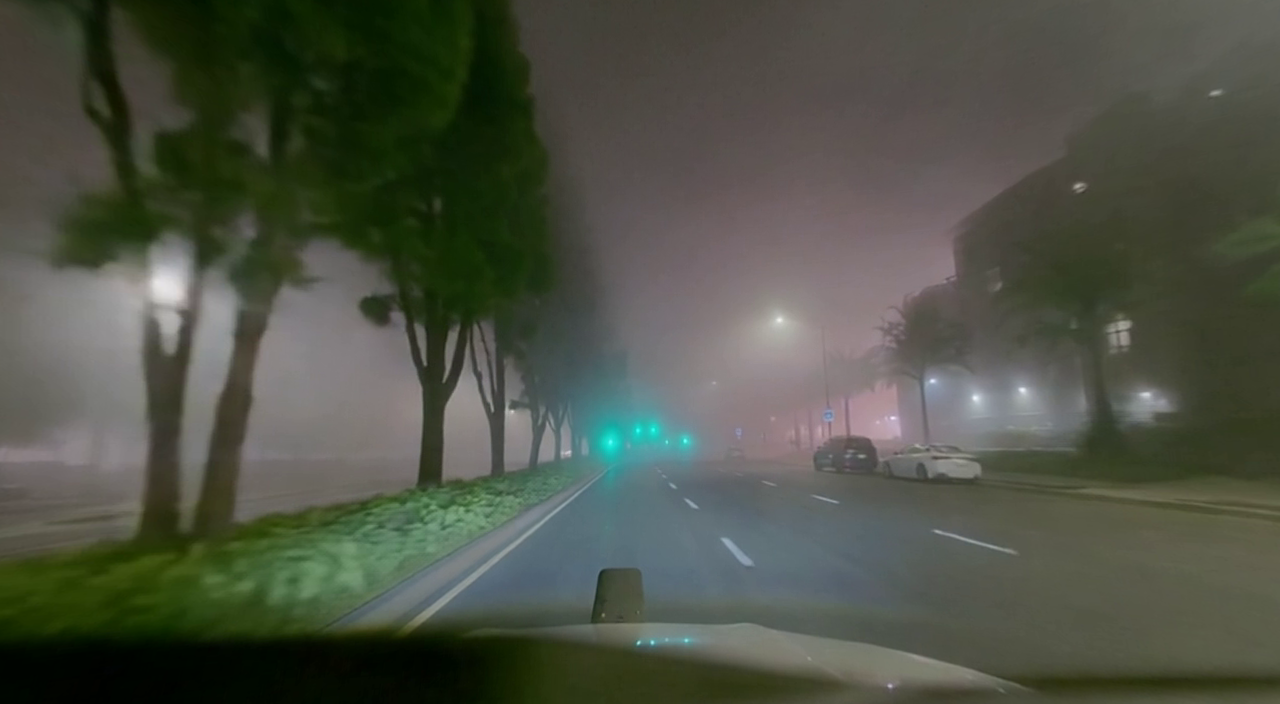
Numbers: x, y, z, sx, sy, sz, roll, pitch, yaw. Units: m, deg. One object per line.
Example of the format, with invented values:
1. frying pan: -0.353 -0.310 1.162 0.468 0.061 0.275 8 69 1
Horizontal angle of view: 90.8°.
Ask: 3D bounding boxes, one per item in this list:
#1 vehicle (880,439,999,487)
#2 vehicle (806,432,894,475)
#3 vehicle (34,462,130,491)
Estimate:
1. vehicle: 10.100 3.762 21.761 1.964 1.477 4.459 0 -9 0
2. vehicle: 9.860 4.814 30.201 2.272 1.843 4.913 1 -9 -3
3. vehicle: -32.843 7.315 37.244 3.802 1.590 1.968 -1 -9 3
